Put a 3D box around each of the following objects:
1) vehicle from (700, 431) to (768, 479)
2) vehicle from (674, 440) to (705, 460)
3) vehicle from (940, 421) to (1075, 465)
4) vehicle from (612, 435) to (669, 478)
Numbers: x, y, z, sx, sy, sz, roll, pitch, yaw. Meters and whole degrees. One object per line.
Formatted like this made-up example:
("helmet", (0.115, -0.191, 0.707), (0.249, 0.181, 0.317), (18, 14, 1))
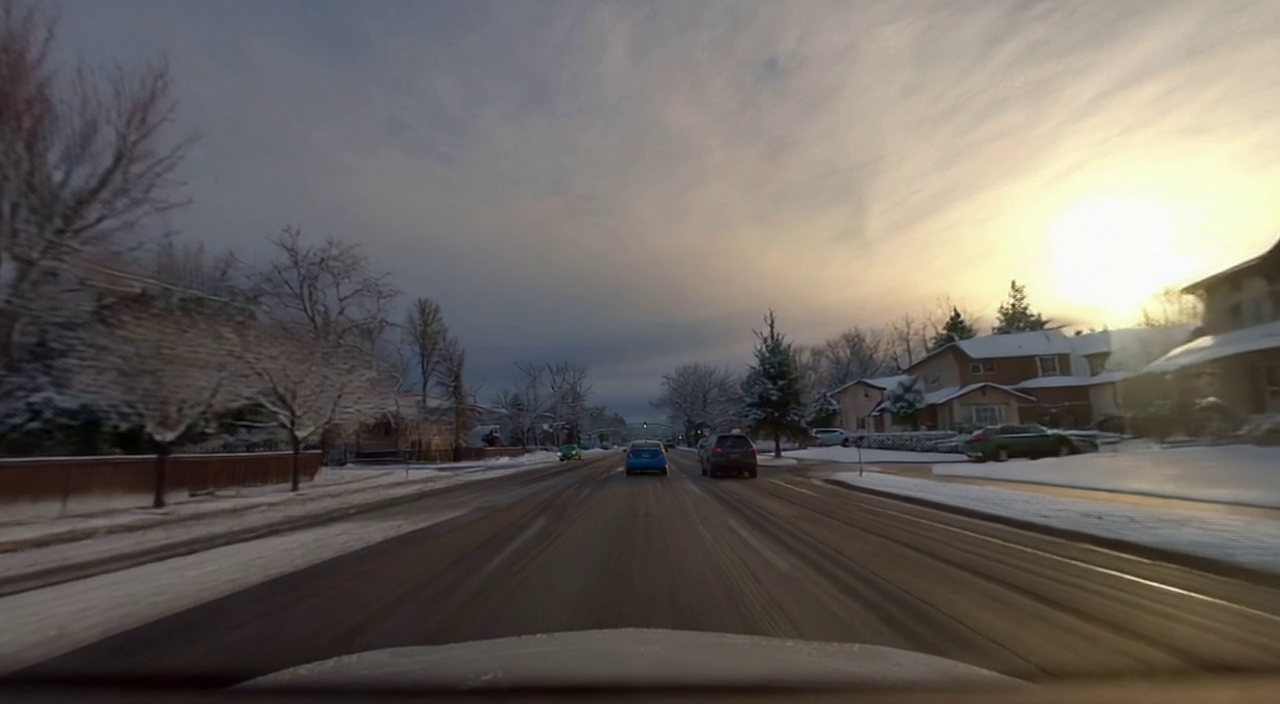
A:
("vehicle", (3.644, 4.116, 25.362), (2.024, 1.711, 4.512), (0, -8, 0))
("vehicle", (3.822, 7.727, 49.654), (2.099, 1.463, 4.130), (0, -8, 0))
("vehicle", (15.404, 3.845, 26.615), (4.378, 1.754, 2.007), (0, -9, 0))
("vehicle", (0.033, 4.375, 26.674), (2.200, 1.653, 4.127), (0, -8, 0))
